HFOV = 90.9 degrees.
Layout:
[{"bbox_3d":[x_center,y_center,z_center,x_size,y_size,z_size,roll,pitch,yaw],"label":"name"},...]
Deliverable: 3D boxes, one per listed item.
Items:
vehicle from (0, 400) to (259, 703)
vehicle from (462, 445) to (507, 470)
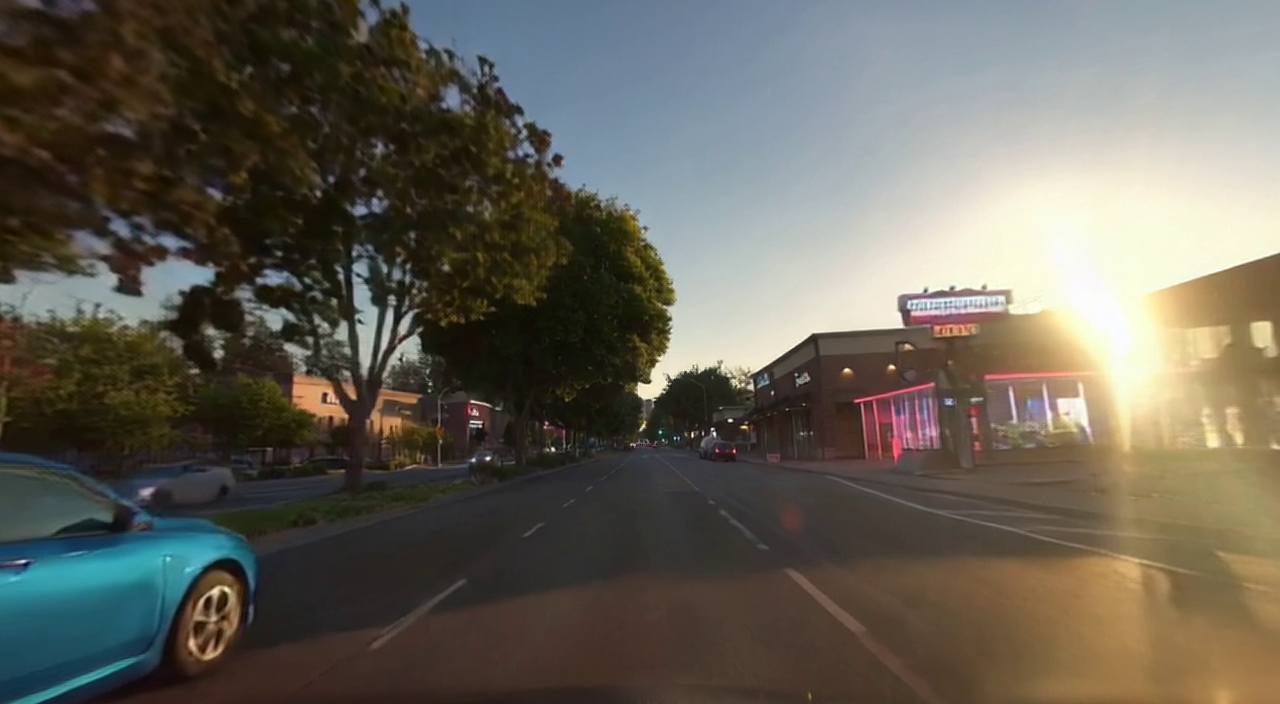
[{"bbox_3d":[-3.059,0.741,0.941,2.082,1.460,4.636,0,-8,0],"label":"vehicle"},{"bbox_3d":[-11.343,7.716,46.354,2.070,1.738,4.485,0,-8,1],"label":"vehicle"}]
